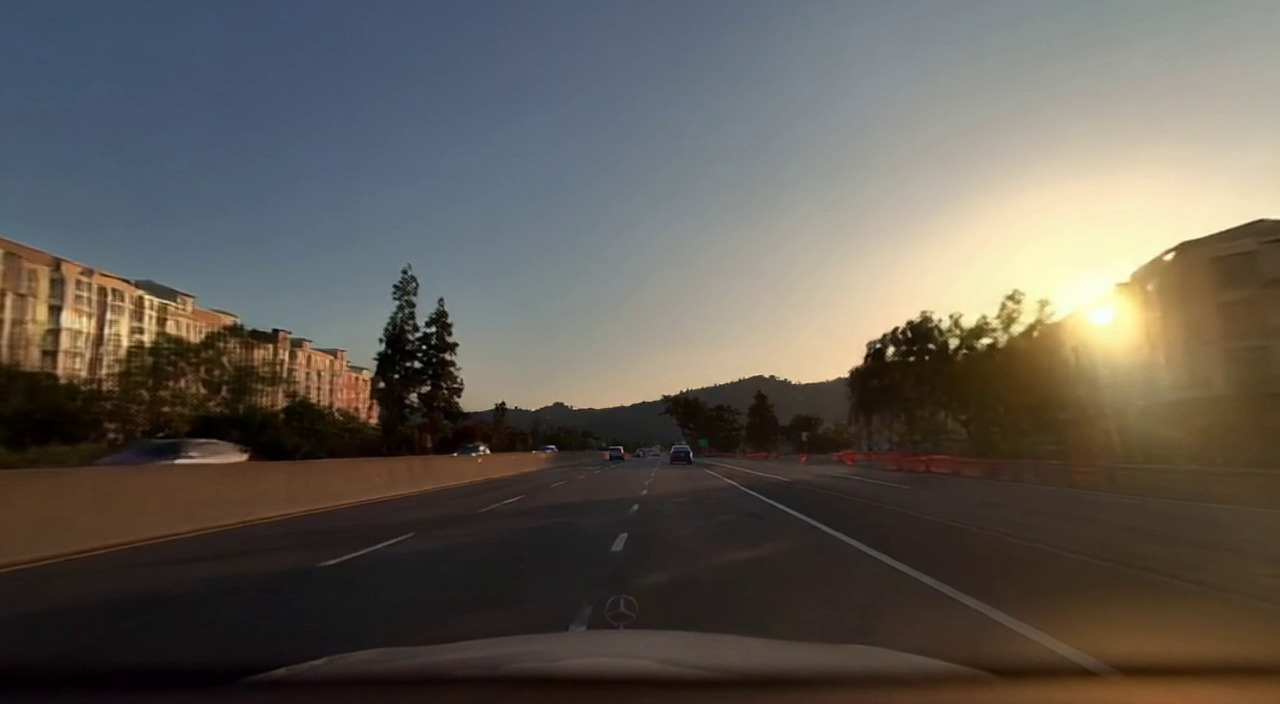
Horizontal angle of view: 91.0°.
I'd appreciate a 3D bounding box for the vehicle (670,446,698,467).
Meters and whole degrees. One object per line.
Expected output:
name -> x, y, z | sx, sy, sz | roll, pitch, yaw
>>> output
vehicle -> 3.437, 8.233, 49.883 | 1.974, 1.557, 4.479 | 0, -9, 1
